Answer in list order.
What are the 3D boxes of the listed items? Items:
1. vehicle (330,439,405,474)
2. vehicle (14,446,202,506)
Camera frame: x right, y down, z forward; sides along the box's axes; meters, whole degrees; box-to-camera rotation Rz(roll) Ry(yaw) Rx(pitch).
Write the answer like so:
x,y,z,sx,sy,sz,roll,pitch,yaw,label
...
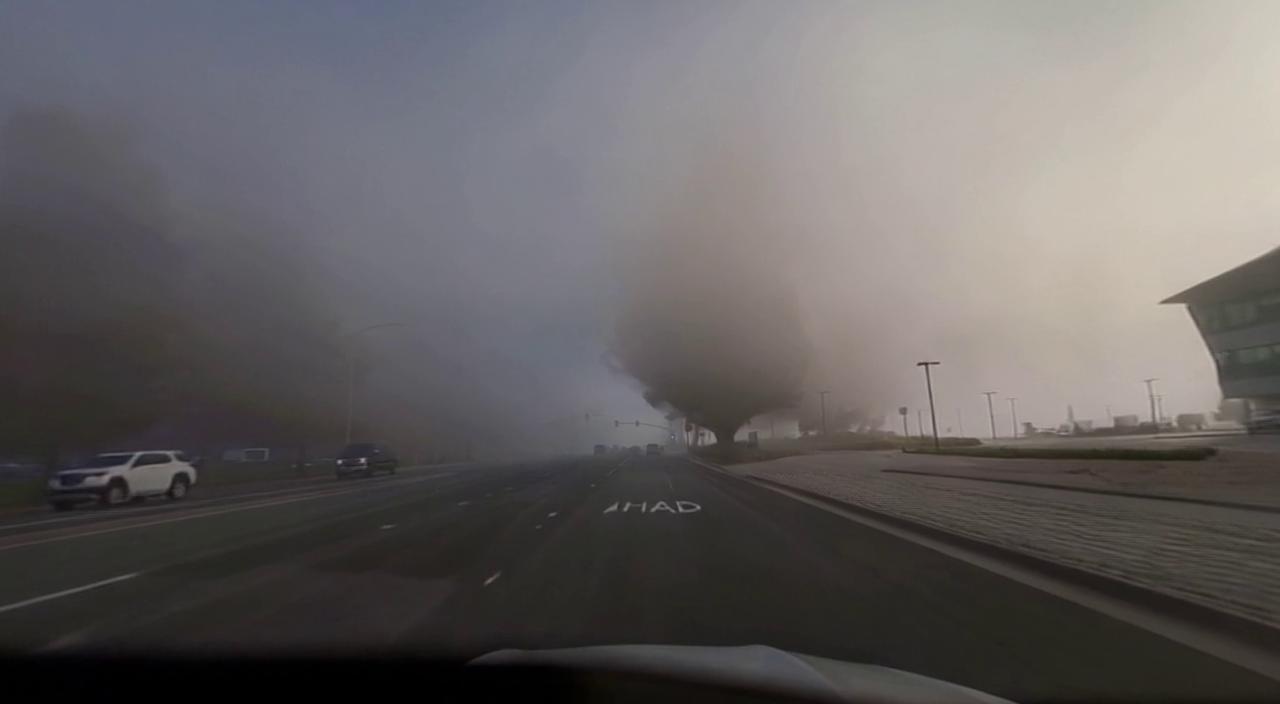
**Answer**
x,y,z,sx,sy,sz,roll,pitch,yaw,label
-17.258,6.630,40.126,2.331,2.109,5.400,0,-8,0,vehicle
-17.375,4.013,20.937,2.112,1.754,4.740,0,-8,-1,vehicle
